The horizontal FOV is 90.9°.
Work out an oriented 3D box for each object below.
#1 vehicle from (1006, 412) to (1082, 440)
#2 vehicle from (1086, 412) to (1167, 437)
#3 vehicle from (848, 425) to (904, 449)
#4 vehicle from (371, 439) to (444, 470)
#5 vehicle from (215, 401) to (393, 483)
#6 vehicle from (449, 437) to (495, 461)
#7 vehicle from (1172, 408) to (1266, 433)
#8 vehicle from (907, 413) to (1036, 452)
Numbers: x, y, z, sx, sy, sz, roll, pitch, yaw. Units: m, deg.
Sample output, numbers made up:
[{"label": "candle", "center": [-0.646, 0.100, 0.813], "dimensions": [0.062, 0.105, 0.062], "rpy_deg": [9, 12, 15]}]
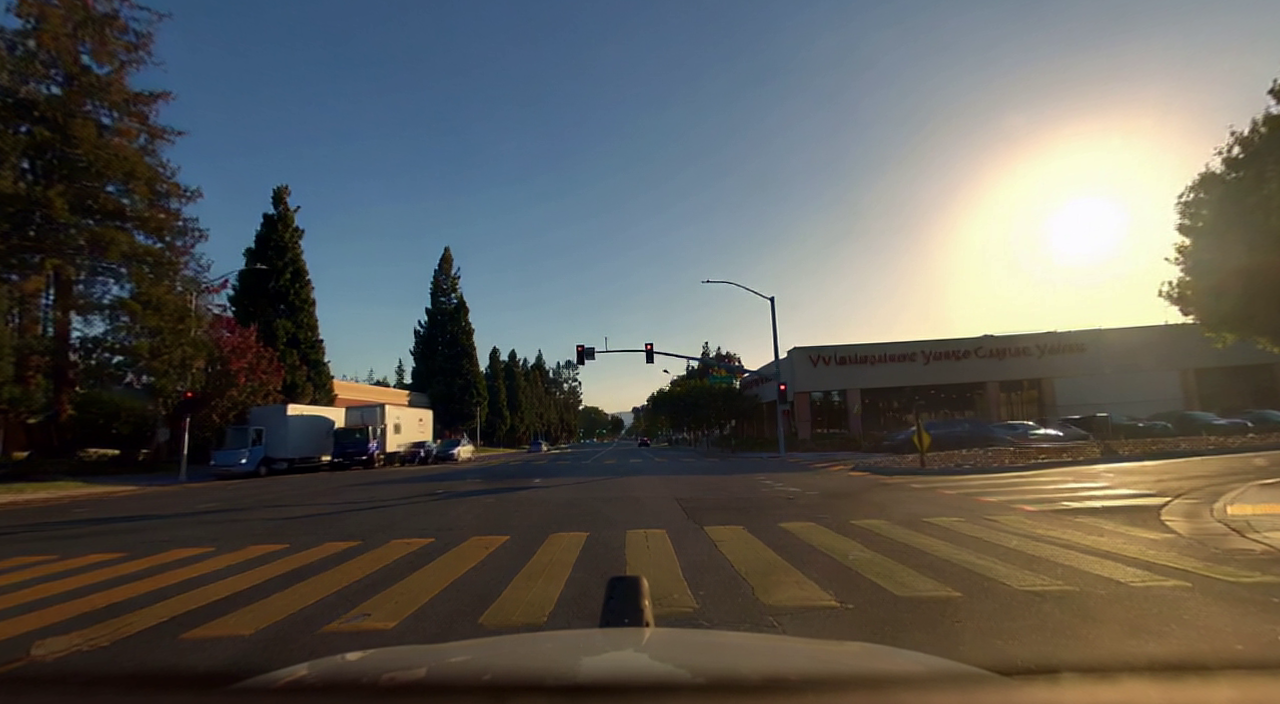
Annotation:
[{"label": "vehicle", "center": [26.331, 4.877, 41.278], "dimensions": [2.011, 1.656, 4.163], "rpy_deg": [0, -8, -3]}, {"label": "vehicle", "center": [31.385, 4.730, 40.801], "dimensions": [1.823, 1.480, 4.003], "rpy_deg": [0, -8, -4]}, {"label": "vehicle", "center": [17.279, 6.245, 46.243], "dimensions": [3.329, 1.415, 1.821], "rpy_deg": [-6, -9, 2]}, {"label": "vehicle", "center": [-12.041, 5.342, 33.042], "dimensions": [1.996, 1.482, 4.772], "rpy_deg": [0, -8, 0]}, {"label": "vehicle", "center": [-16.563, 4.665, 32.564], "dimensions": [3.161, 3.455, 11.058], "rpy_deg": [0, -8, 0]}, {"label": "vehicle", "center": [-12.426, 7.214, 46.807], "dimensions": [2.181, 1.653, 4.468], "rpy_deg": [0, -8, 0]}, {"label": "vehicle", "center": [38.368, 4.614, 41.951], "dimensions": [1.715, 1.480, 4.701], "rpy_deg": [0, -8, -1]}, {"label": "vehicle", "center": [14.620, 3.583, 27.969], "dimensions": [4.566, 1.670, 2.000], "rpy_deg": [0, -8, -2]}]
